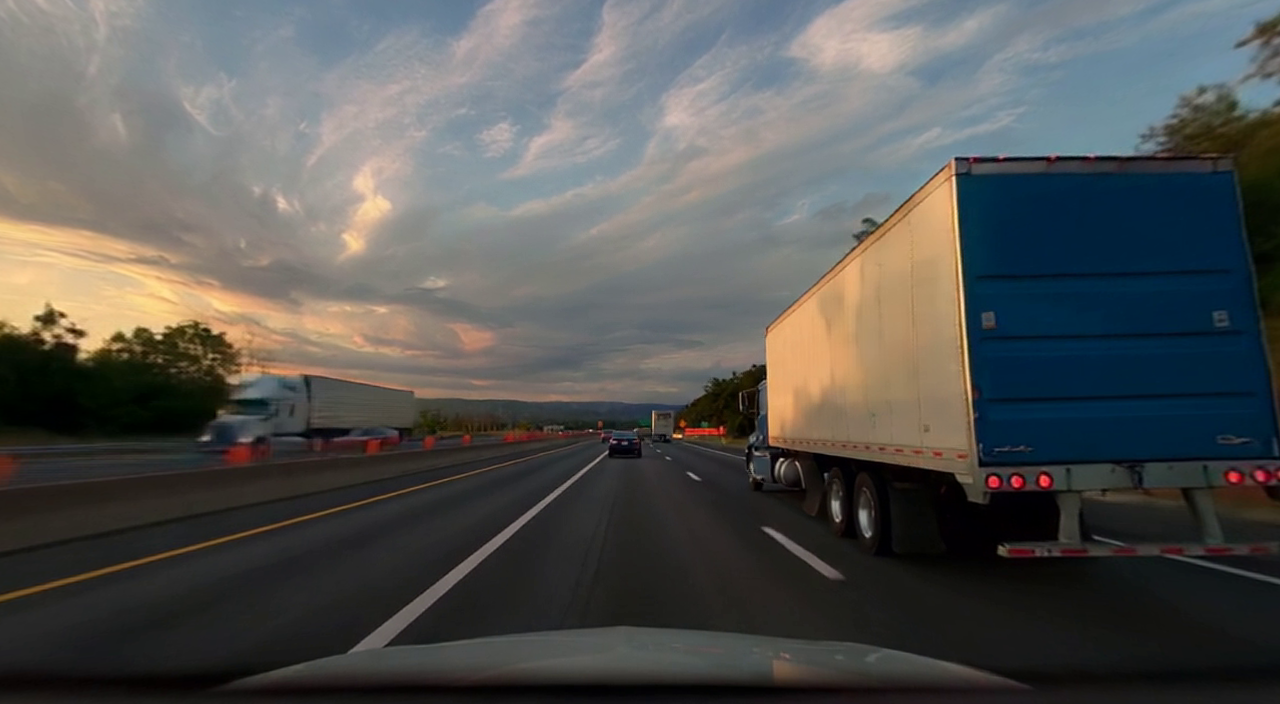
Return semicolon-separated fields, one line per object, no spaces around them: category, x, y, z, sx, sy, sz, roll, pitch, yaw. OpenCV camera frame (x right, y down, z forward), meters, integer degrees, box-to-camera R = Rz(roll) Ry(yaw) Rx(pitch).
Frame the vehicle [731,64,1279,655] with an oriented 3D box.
vehicle;3.765;0.647;9.277;2.919;3.634;10.888;0;-8;-2

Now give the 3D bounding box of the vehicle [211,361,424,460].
vehicle;-15.811;3.461;33.771;2.966;3.989;16.891;0;-8;-1

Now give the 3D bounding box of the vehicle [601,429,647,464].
vehicle;-0.719;4.239;28.511;1.929;1.469;3.677;0;-8;-1
